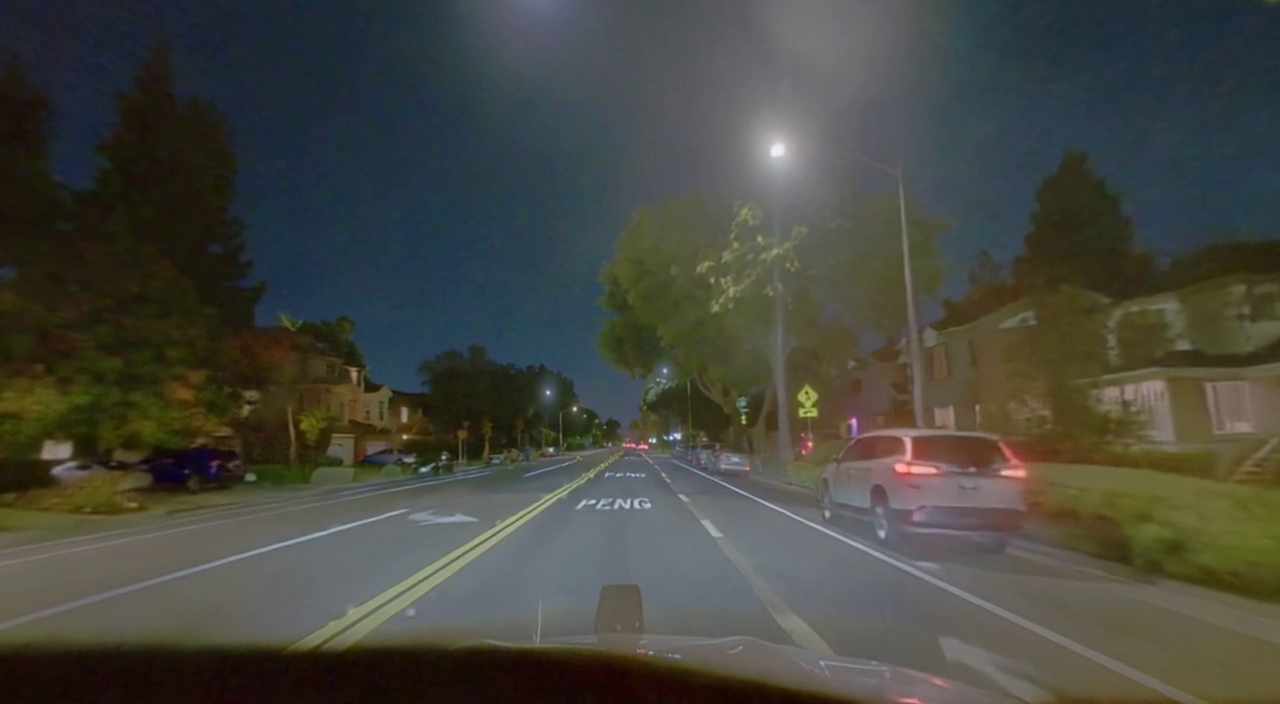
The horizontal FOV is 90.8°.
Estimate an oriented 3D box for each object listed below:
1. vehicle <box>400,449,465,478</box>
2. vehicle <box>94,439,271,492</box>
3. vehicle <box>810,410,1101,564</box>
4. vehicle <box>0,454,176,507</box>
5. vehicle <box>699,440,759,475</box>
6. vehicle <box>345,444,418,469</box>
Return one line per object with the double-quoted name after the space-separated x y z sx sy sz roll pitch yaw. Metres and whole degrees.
-11.745 6.318 36.147 2.079 1.509 4.591 -1 -9 1 "vehicle"
-17.792 4.387 24.675 5.764 1.898 2.201 -2 -9 12 "vehicle"
4.267 1.900 9.609 2.027 1.751 4.433 0 -9 -1 "vehicle"
-17.935 3.992 19.798 5.211 1.482 1.948 0 -9 0 "vehicle"
4.142 5.018 30.257 1.920 1.541 4.709 0 -9 -4 "vehicle"
-18.162 7.345 44.481 4.310 1.705 1.905 -1 -9 3 "vehicle"
